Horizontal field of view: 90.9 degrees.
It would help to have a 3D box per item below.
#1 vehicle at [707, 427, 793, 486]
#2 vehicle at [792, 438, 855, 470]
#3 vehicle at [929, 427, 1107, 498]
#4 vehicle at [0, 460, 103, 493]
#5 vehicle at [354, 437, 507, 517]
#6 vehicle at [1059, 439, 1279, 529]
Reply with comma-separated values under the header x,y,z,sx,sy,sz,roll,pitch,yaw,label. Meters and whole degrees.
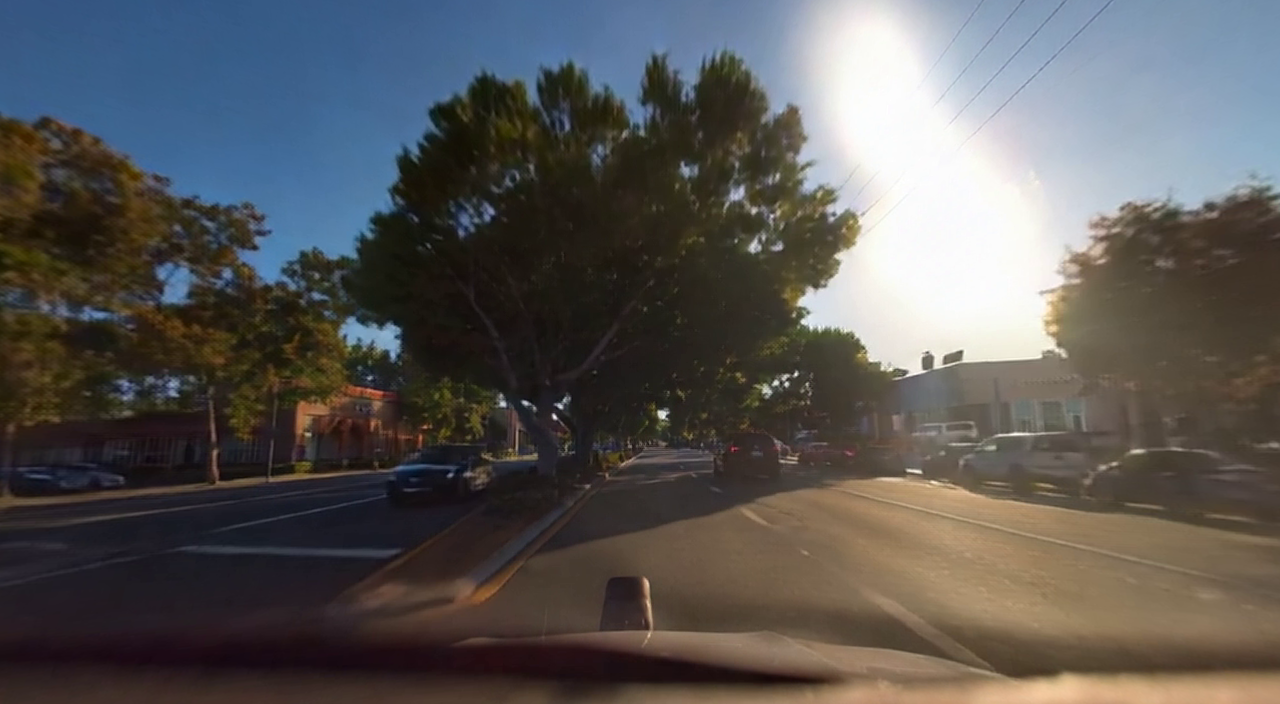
x,y,z,sx,sy,sz,roll,pitch,yaw,label
3.770,3.697,22.551,2.183,1.845,4.482,0,-9,-1,vehicle
10.909,6.098,37.949,2.247,1.799,5.025,0,-9,-1,vehicle
10.595,3.134,18.257,1.989,1.768,4.977,0,-9,0,vehicle
-29.878,6.155,31.297,4.546,1.489,2.015,0,-8,1,vehicle
-4.408,2.689,14.106,2.031,1.478,4.434,0,-9,-2,vehicle
10.671,2.477,12.435,1.847,1.445,4.281,0,-9,0,vehicle
